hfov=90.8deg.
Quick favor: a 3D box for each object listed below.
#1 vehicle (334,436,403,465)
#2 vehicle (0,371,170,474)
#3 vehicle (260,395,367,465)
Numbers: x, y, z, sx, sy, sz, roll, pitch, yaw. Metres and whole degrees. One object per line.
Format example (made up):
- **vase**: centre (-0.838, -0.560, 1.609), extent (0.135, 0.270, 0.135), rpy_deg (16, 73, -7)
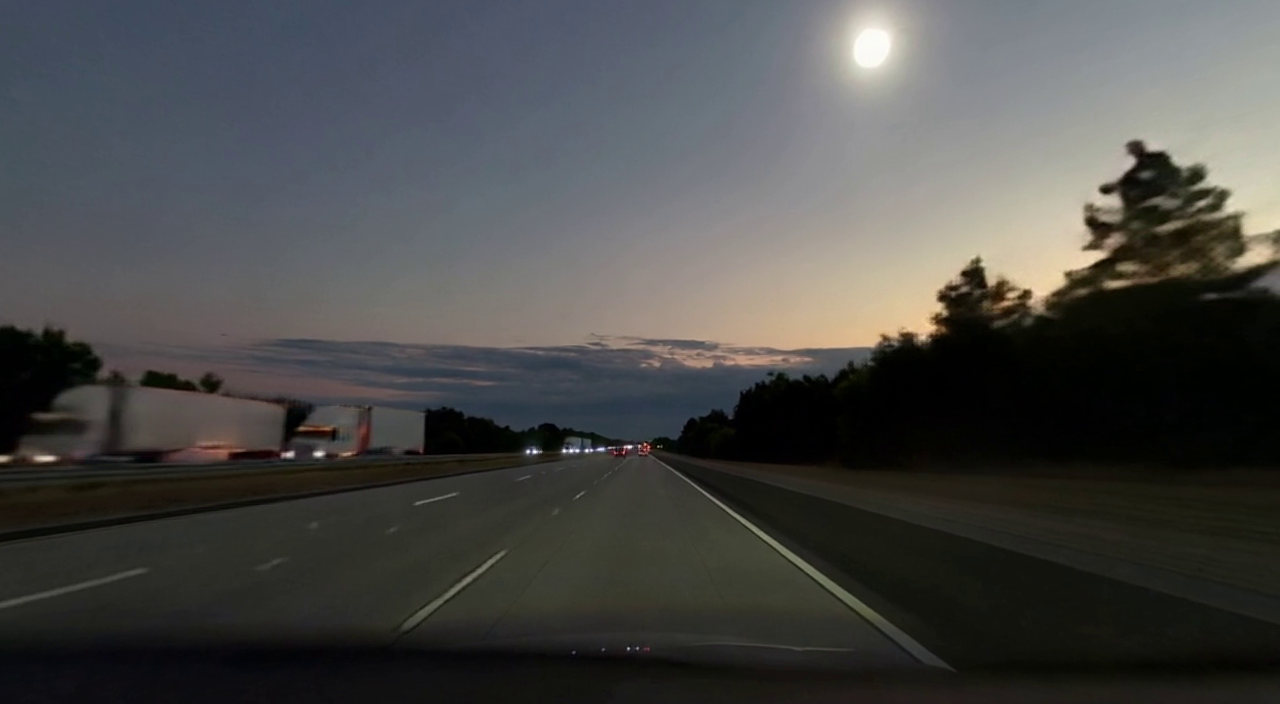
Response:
- **vehicle**: centre (-14.907, 5.456, 34.905), extent (1.945, 1.465, 4.194), rpy_deg (0, -9, -1)
- **vehicle**: centre (-23.183, 2.994, 25.782), extent (2.957, 3.674, 6.213), rpy_deg (0, -9, 0)
- **vehicle**: centre (-18.799, 4.631, 36.829), extent (2.903, 3.735, 5.919), rpy_deg (0, -9, 0)
